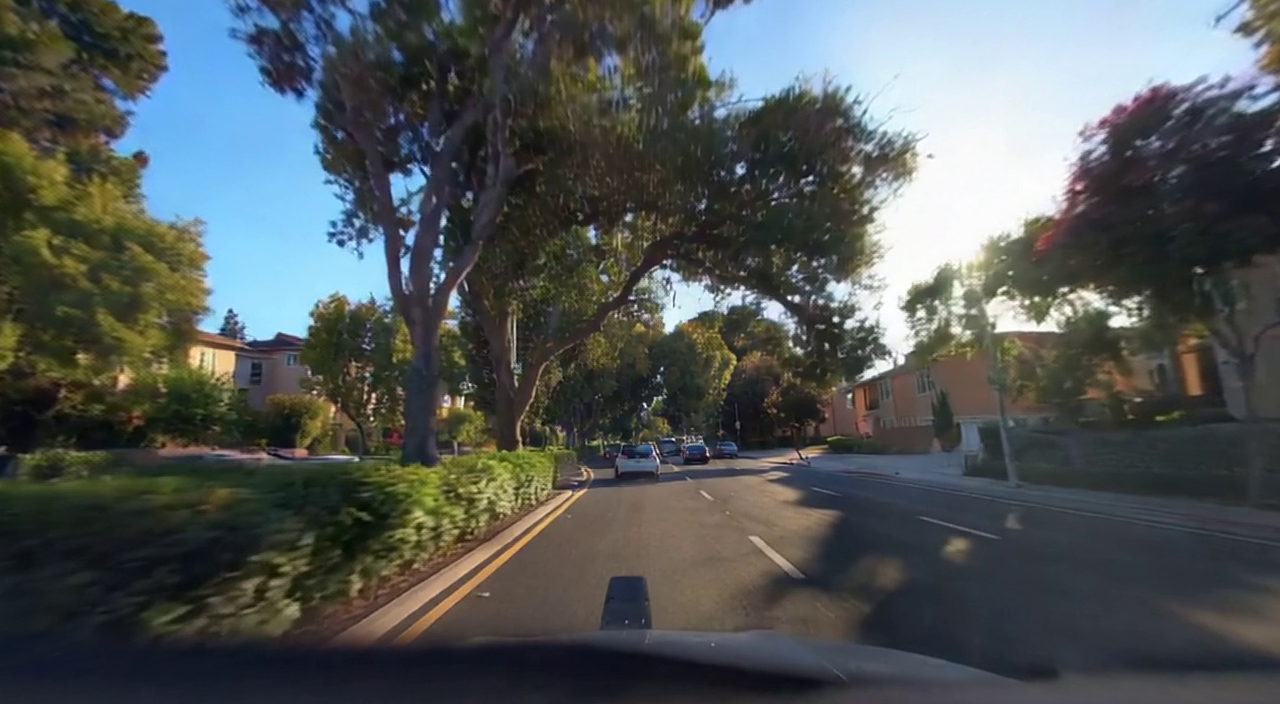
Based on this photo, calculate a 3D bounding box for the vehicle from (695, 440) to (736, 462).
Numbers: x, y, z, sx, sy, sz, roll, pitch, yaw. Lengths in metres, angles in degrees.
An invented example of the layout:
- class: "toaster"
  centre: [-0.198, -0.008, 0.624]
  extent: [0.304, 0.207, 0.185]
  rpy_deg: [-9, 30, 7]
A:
- class: "vehicle"
  centre: [5.318, 7.089, 45.158]
  extent: [2.067, 1.514, 4.188]
  rpy_deg: [0, -9, -5]

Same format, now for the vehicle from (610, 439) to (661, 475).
- class: "vehicle"
  centre: [-0.161, 4.624, 27.985]
  extent: [2.102, 1.481, 3.907]
  rpy_deg: [0, -8, 0]
